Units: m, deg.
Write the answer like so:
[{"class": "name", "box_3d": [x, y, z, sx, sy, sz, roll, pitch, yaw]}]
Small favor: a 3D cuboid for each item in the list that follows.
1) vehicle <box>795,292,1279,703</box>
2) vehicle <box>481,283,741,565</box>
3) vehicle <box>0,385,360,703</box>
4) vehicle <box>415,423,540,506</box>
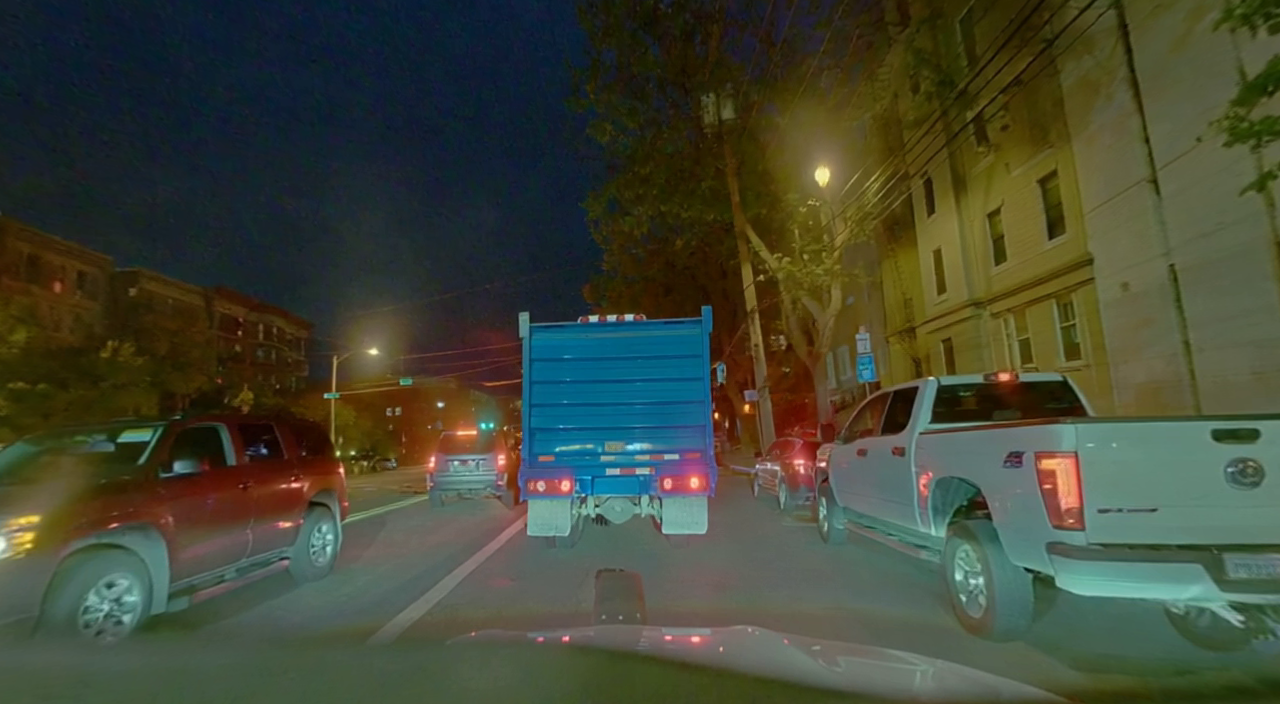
[{"class": "vehicle", "box_3d": [3.242, 1.100, 5.815, 2.242, 1.979, 5.722, 0, -8, 1]}, {"class": "vehicle", "box_3d": [-0.268, 1.376, 11.311, 2.878, 3.204, 8.244, 0, -8, 1]}, {"class": "vehicle", "box_3d": [-4.127, 1.231, 4.673, 1.988, 1.657, 4.492, 0, -8, 1]}, {"class": "vehicle", "box_3d": [-3.837, 2.725, 15.701, 1.955, 1.779, 4.116, 0, -8, 1]}]
